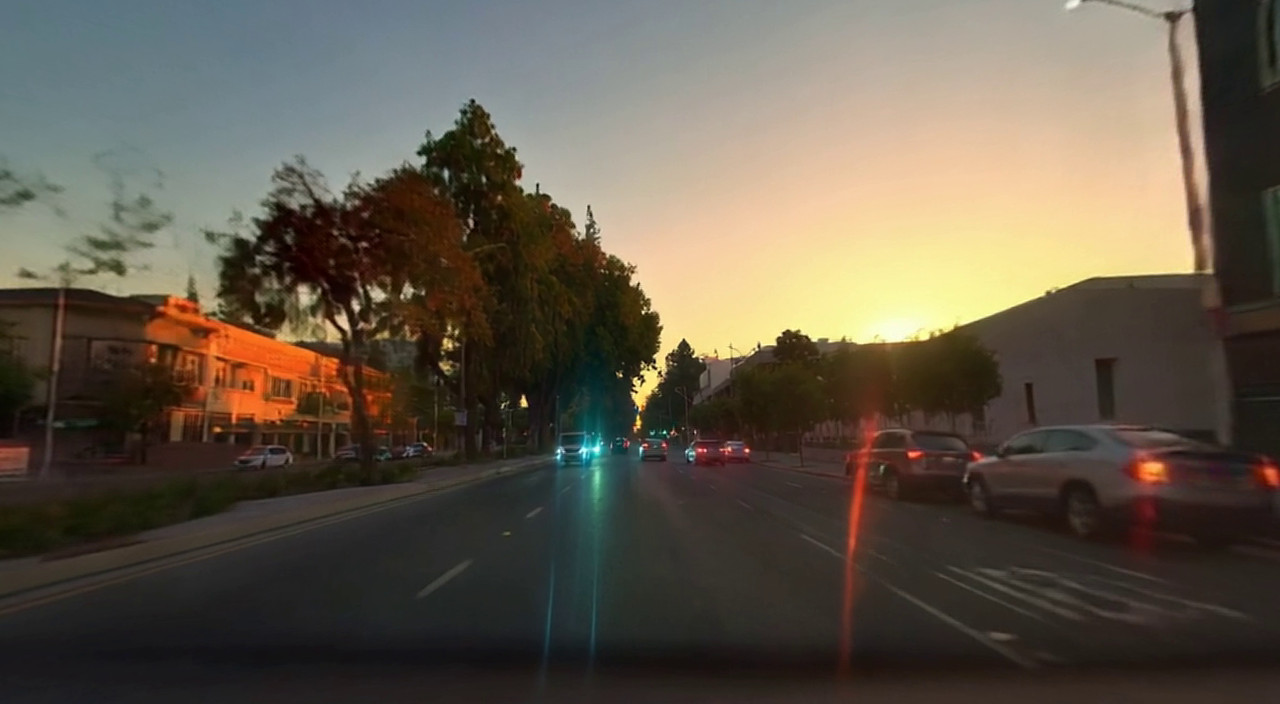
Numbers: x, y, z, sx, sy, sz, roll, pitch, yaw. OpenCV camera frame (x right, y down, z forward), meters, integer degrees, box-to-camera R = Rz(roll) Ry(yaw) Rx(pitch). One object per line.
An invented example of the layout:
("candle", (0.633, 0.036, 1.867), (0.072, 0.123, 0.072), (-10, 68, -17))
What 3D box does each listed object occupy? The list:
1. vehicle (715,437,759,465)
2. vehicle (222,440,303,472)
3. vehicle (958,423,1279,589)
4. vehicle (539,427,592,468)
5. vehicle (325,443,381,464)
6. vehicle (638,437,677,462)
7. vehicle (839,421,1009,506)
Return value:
("vehicle", (6.252, 6.432, 41.234), (2.164, 1.727, 3.955), (0, -8, -1))
("vehicle", (-22.352, 6.129, 37.627), (1.996, 1.767, 4.613), (0, -8, -1))
("vehicle", (7.138, 2.003, 9.262), (2.320, 1.764, 4.731), (0, -8, -2))
("vehicle", (-3.827, 5.025, 33.330), (2.223, 1.957, 4.845), (0, -8, 0))
("vehicle", (-22.535, 7.982, 49.906), (2.111, 1.554, 5.163), (0, -8, -1))
("vehicle", (1.109, 6.516, 42.289), (2.201, 1.589, 3.843), (0, -8, -4))
("vehicle", (6.956, 2.771, 16.116), (2.216, 1.847, 4.321), (0, -8, -1))
